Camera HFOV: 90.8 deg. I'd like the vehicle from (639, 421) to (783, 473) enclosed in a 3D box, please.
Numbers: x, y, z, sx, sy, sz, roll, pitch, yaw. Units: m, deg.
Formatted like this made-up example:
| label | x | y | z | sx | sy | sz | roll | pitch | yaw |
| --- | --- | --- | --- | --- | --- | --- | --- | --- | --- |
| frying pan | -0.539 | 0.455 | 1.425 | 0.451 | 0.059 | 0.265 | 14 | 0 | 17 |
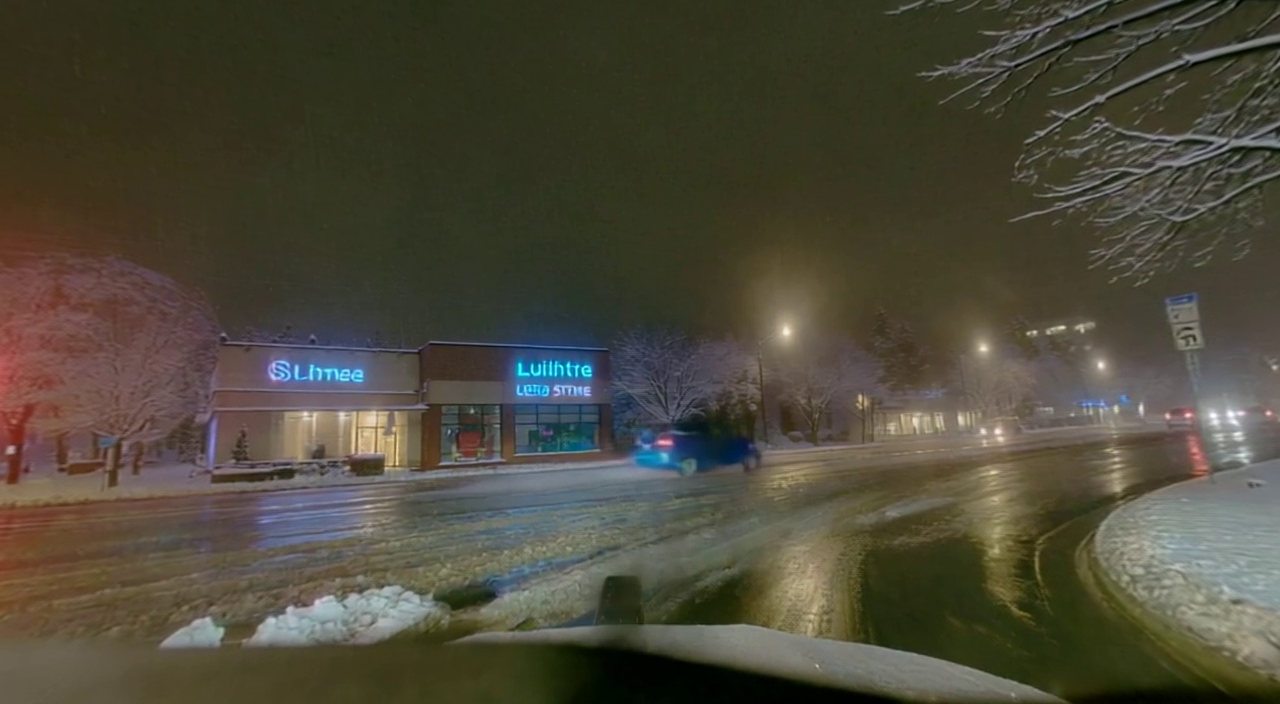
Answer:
| label | x | y | z | sx | sy | sz | roll | pitch | yaw |
| --- | --- | --- | --- | --- | --- | --- | --- | --- | --- |
| vehicle | 2.309 | 3.021 | 20.146 | 4.442 | 1.458 | 1.902 | 6 | -11 | -36 |
